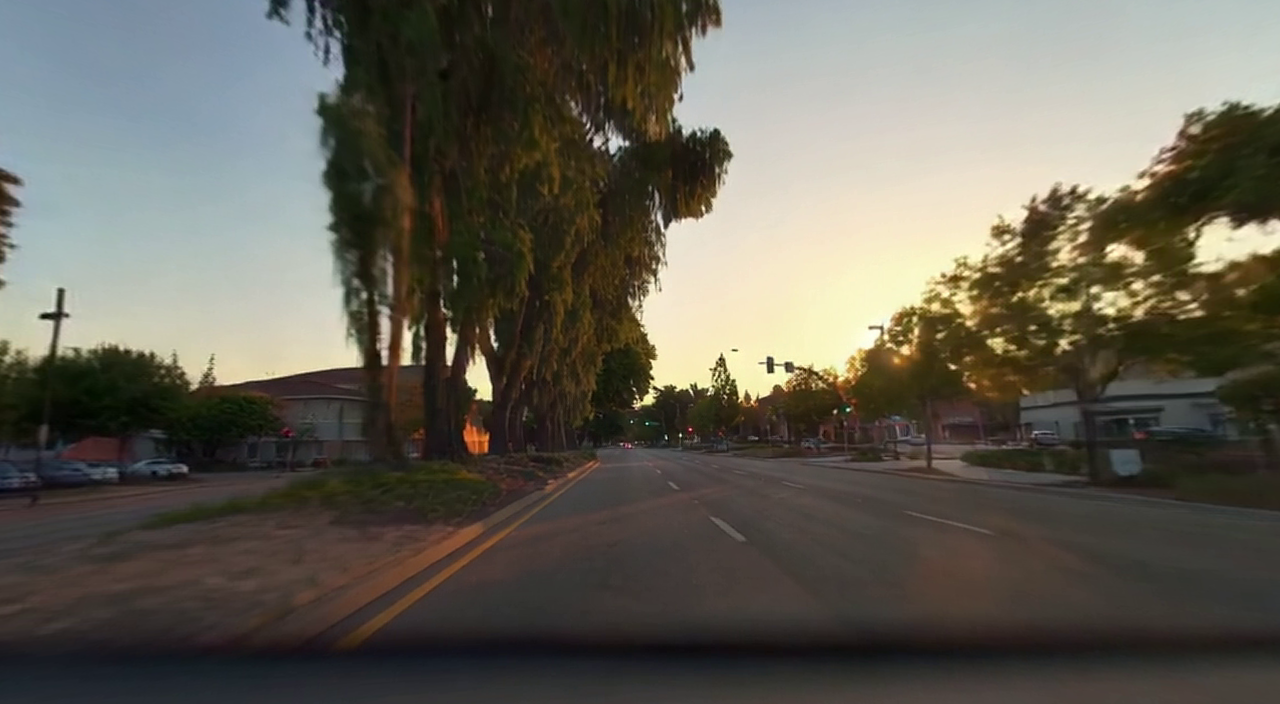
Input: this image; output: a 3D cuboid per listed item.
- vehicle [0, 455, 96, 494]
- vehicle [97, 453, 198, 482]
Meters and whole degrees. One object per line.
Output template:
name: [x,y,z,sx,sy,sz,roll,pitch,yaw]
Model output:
vehicle: [-29.060,5.830,30.445,1.918,1.669,4.300,0,-9,-3]
vehicle: [-30.689,7.180,39.460,4.632,1.681,1.904,0,-9,-1]
